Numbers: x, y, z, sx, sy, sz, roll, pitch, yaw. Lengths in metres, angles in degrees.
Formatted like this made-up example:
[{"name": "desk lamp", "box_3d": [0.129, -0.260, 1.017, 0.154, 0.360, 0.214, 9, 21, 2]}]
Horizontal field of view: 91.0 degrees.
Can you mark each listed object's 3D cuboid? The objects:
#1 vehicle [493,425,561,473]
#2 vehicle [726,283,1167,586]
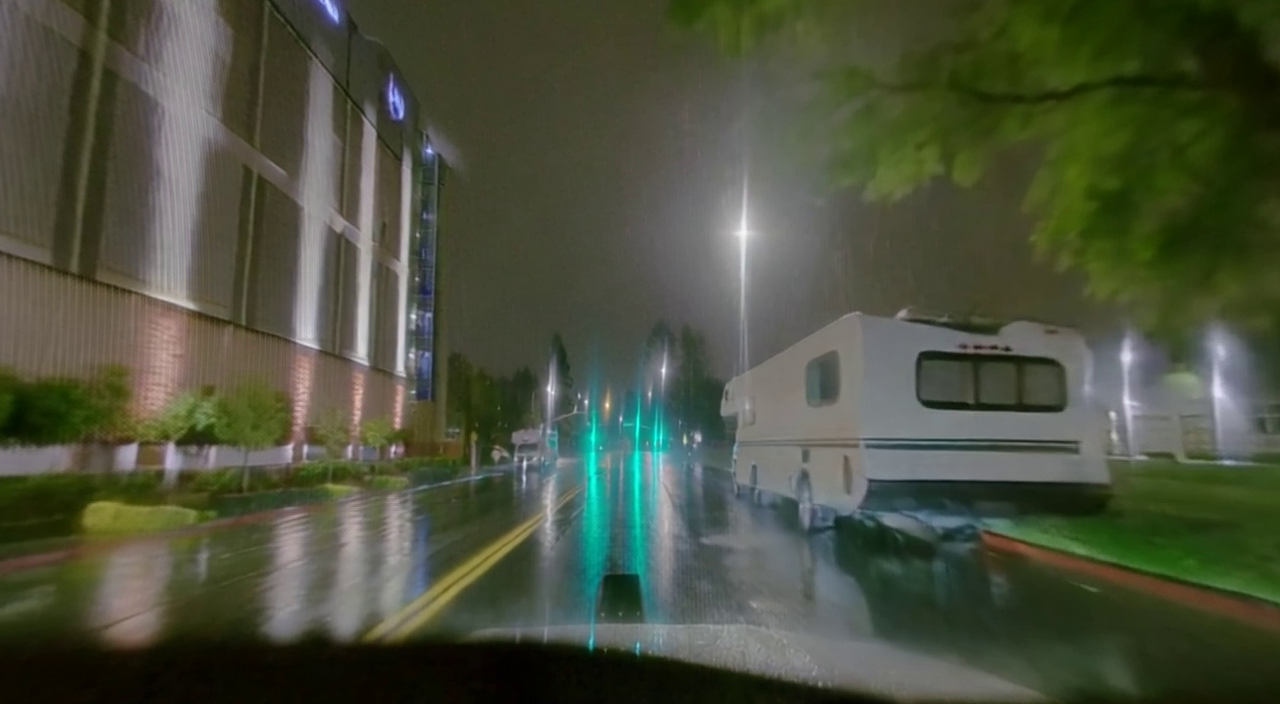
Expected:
[{"name": "vehicle", "box_3d": [-7.103, 6.164, 40.856, 3.108, 2.771, 7.999, 0, -7, -1]}, {"name": "vehicle", "box_3d": [3.742, 1.416, 10.939, 3.074, 3.099, 8.805, 1, -8, -1]}]
